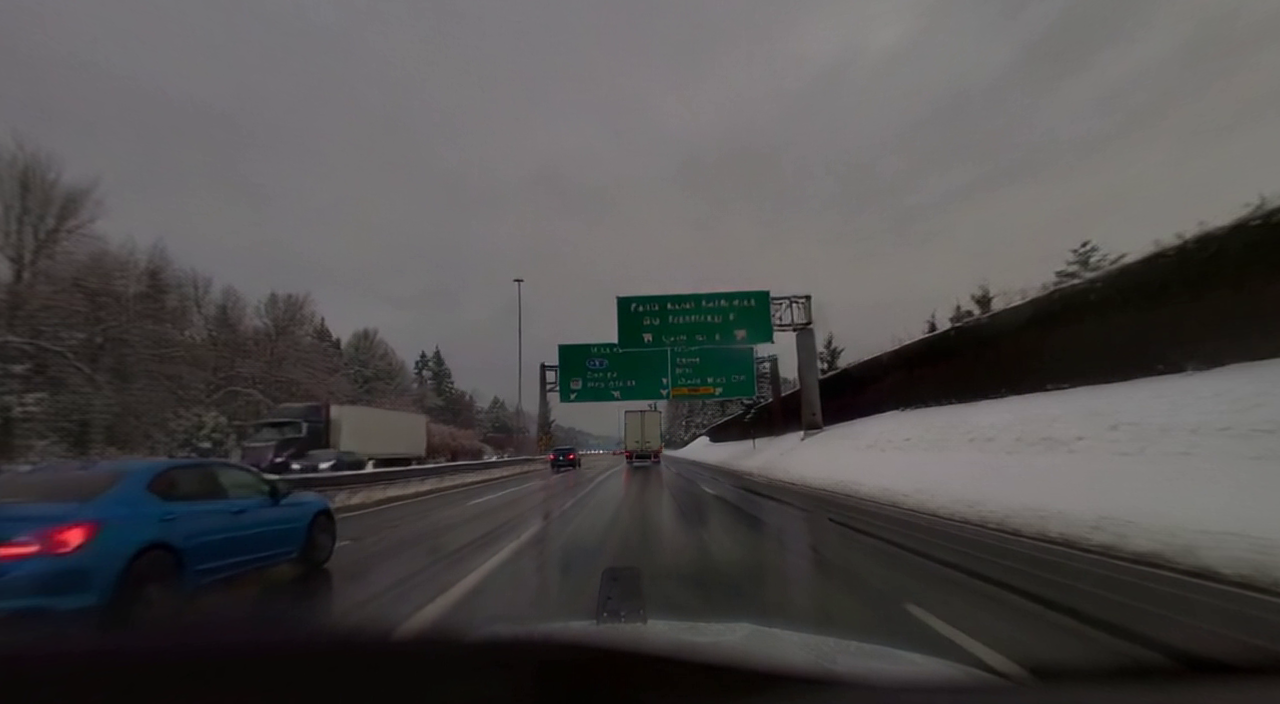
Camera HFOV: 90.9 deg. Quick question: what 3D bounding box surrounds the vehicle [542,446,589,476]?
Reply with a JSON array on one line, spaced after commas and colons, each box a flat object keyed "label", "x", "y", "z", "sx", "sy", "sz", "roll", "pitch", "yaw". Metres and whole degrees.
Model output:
[{"label": "vehicle", "x": -4.007, "y": 5.933, "z": 34.629, "sx": 1.974, "sy": 1.531, "sz": 4.429, "roll": 0, "pitch": -9, "yaw": 1}]

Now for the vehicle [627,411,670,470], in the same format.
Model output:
[{"label": "vehicle", "x": 0.632, "y": 6.852, "z": 48.435, "sx": 2.980, "sy": 4.051, "sz": 10.359, "roll": 0, "pitch": -9, "yaw": 0}]

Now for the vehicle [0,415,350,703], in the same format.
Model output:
[{"label": "vehicle", "x": -4.260, "y": 1.284, "z": 4.647, "sx": 1.977, "sy": 1.478, "sz": 4.702, "roll": 0, "pitch": -9, "yaw": 0}]
